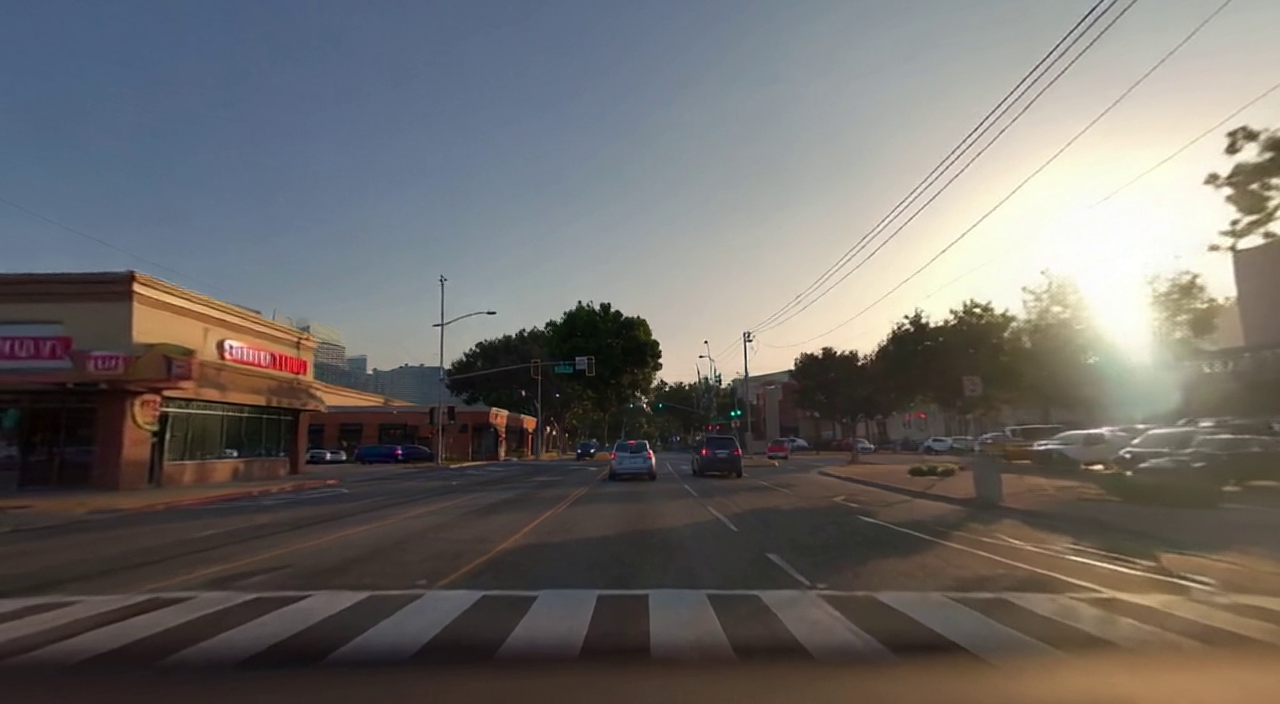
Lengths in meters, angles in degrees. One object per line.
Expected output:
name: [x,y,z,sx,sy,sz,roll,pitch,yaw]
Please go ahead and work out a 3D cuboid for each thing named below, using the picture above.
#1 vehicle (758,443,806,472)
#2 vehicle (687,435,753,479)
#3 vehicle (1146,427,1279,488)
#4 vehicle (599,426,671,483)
vehicle: [7.437,5.539,33.413,2.002,1.427,4.436,-1,-8,7]
vehicle: [3.453,4.659,28.204,2.276,1.787,4.630,0,-8,-1]
vehicle: [16.567,2.868,17.294,3.880,1.538,1.862,1,-8,-8]
vehicle: [-0.188,4.167,25.883,2.638,2.065,5.313,0,-8,0]
